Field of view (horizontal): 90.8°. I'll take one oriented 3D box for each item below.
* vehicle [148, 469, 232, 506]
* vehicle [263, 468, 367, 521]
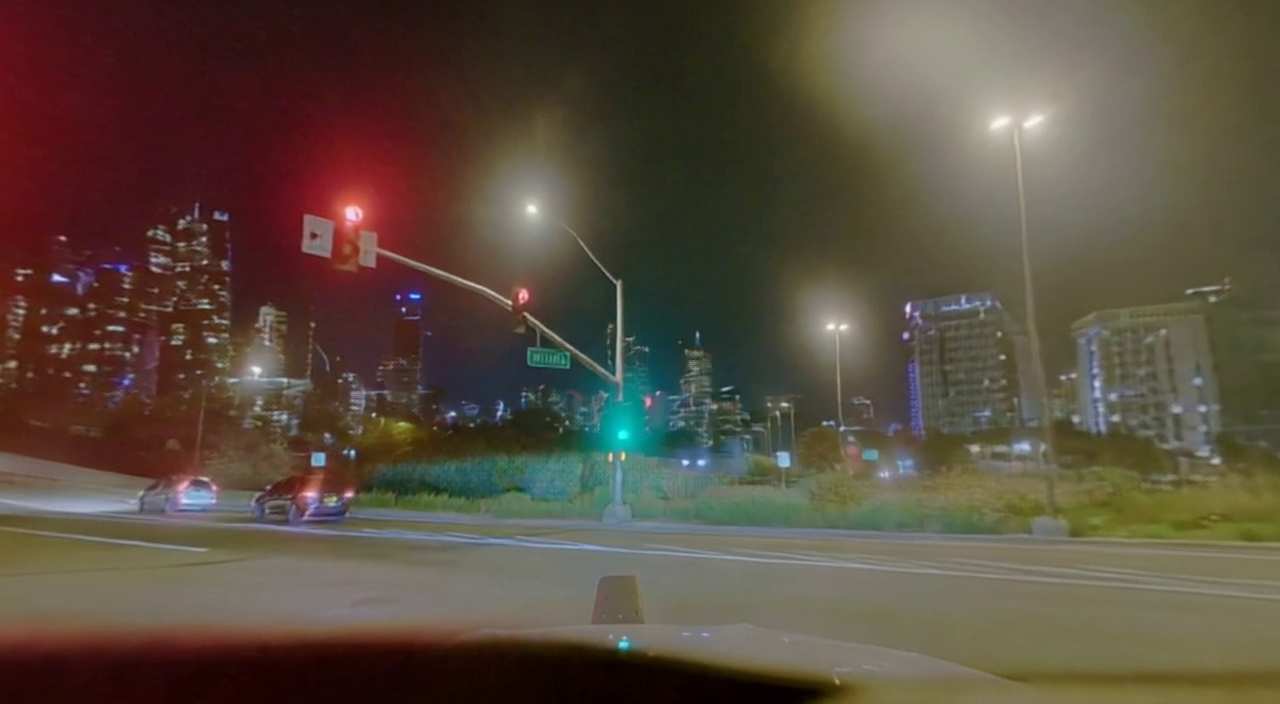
[{"bbox_3d":[-22.777,6.811,31.954,3.852,1.605,2.007,-6,-10,32],"label":"vehicle"},{"bbox_3d":[-11.392,4.891,22.045,2.048,1.516,3.874,8,-12,-44],"label":"vehicle"}]
